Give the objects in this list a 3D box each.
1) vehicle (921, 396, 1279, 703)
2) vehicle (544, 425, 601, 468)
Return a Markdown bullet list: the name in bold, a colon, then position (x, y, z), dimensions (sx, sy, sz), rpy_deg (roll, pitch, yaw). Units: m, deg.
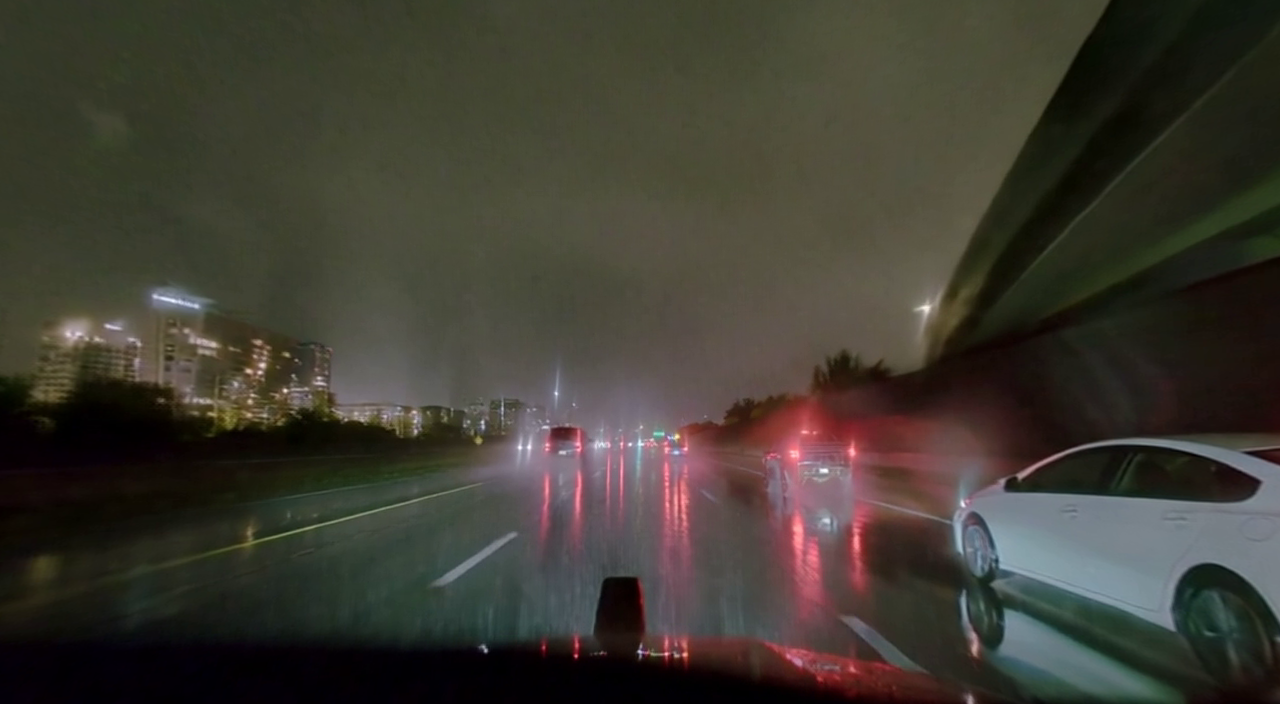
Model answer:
- **vehicle**: position (3.628, 1.076, 3.334), dimensions (2.047, 1.532, 4.884), rpy_deg (0, -9, 0)
- **vehicle**: position (-3.736, 5.448, 36.290), dimensions (2.496, 2.203, 6.317), rpy_deg (0, -9, 1)
